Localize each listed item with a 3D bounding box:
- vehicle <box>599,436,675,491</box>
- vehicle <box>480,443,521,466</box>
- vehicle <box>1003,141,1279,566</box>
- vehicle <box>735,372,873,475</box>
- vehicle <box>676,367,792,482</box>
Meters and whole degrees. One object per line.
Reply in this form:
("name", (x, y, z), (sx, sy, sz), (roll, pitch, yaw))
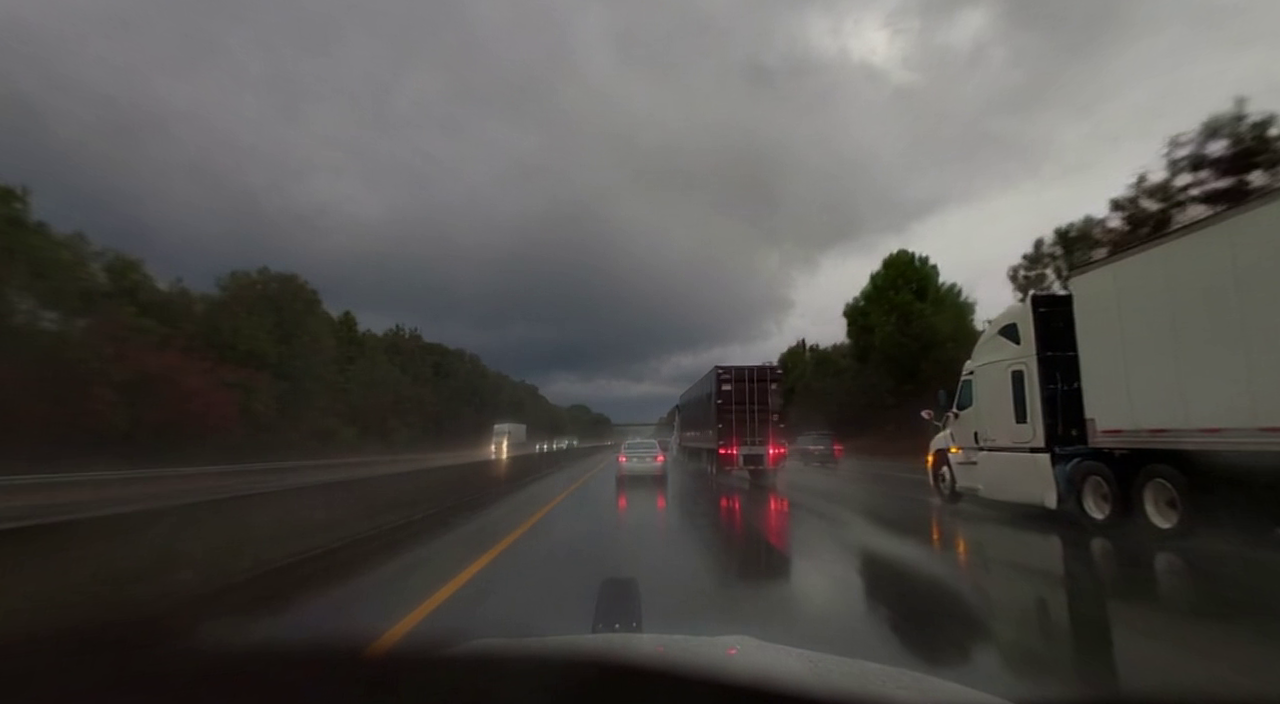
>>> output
("vehicle", (-0.128, 3.276, 18.984), (2.038, 1.477, 3.773), (0, -8, -2))
("vehicle", (-9.746, 7.156, 44.284), (1.890, 1.468, 4.193), (0, -8, 1))
("vehicle", (8.155, -0.327, 3.909), (3.110, 4.308, 14.260), (0, -8, -1))
("vehicle", (7.643, 3.790, 32.380), (2.876, 4.111, 14.145), (0, -8, -2))
("vehicle", (3.775, 3.508, 29.640), (2.888, 4.099, 14.183), (0, -8, -2))
